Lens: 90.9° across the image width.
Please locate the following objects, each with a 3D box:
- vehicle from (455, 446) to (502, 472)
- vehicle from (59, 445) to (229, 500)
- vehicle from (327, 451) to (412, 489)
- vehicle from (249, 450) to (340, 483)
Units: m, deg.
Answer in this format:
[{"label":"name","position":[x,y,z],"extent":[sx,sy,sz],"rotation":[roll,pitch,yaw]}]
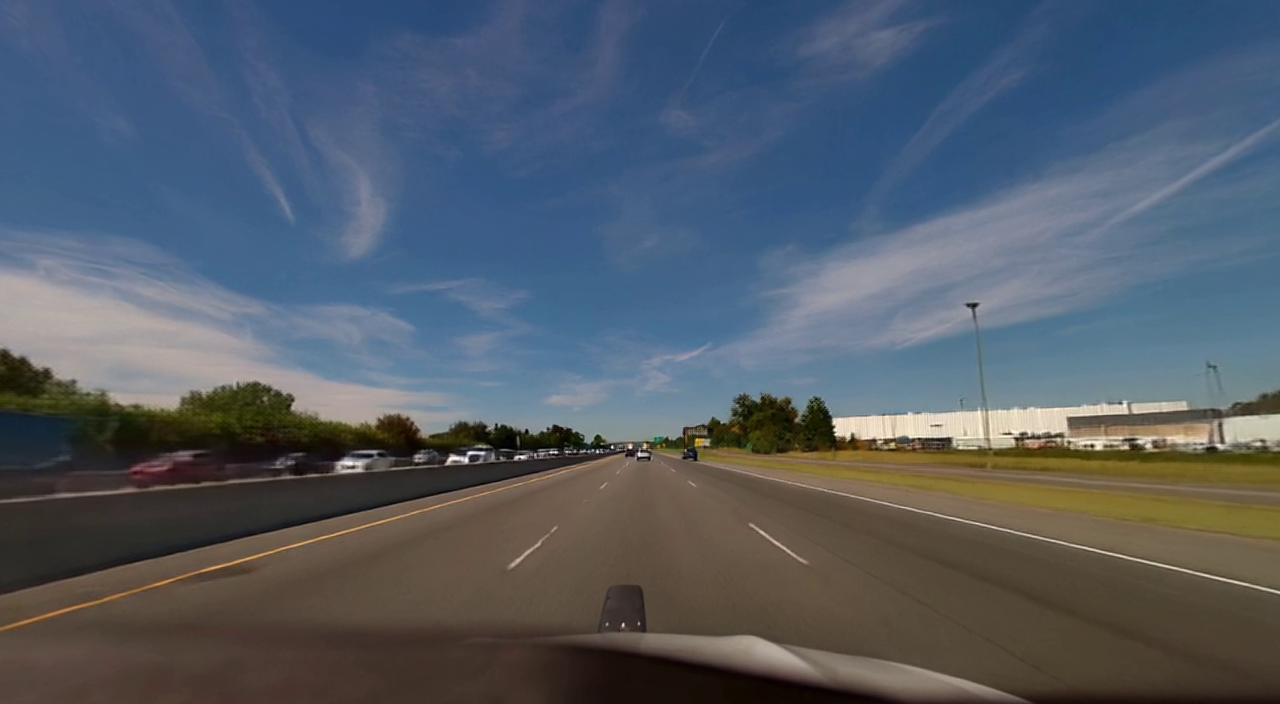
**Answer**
[{"label":"vehicle","position":[-10.598,7.045,41.592],"extent":[1.886,1.568,4.269],"rotation":[0,-9,1]},{"label":"vehicle","position":[-15.654,3.809,20.267],"extent":[1.894,1.553,4.341],"rotation":[0,-9,0]},{"label":"vehicle","position":[-10.744,4.690,25.302],"extent":[1.776,1.385,3.631],"rotation":[0,-9,0]},{"label":"vehicle","position":[-16.752,5.559,30.865],"extent":[1.863,1.478,4.653],"rotation":[0,-9,0]}]
